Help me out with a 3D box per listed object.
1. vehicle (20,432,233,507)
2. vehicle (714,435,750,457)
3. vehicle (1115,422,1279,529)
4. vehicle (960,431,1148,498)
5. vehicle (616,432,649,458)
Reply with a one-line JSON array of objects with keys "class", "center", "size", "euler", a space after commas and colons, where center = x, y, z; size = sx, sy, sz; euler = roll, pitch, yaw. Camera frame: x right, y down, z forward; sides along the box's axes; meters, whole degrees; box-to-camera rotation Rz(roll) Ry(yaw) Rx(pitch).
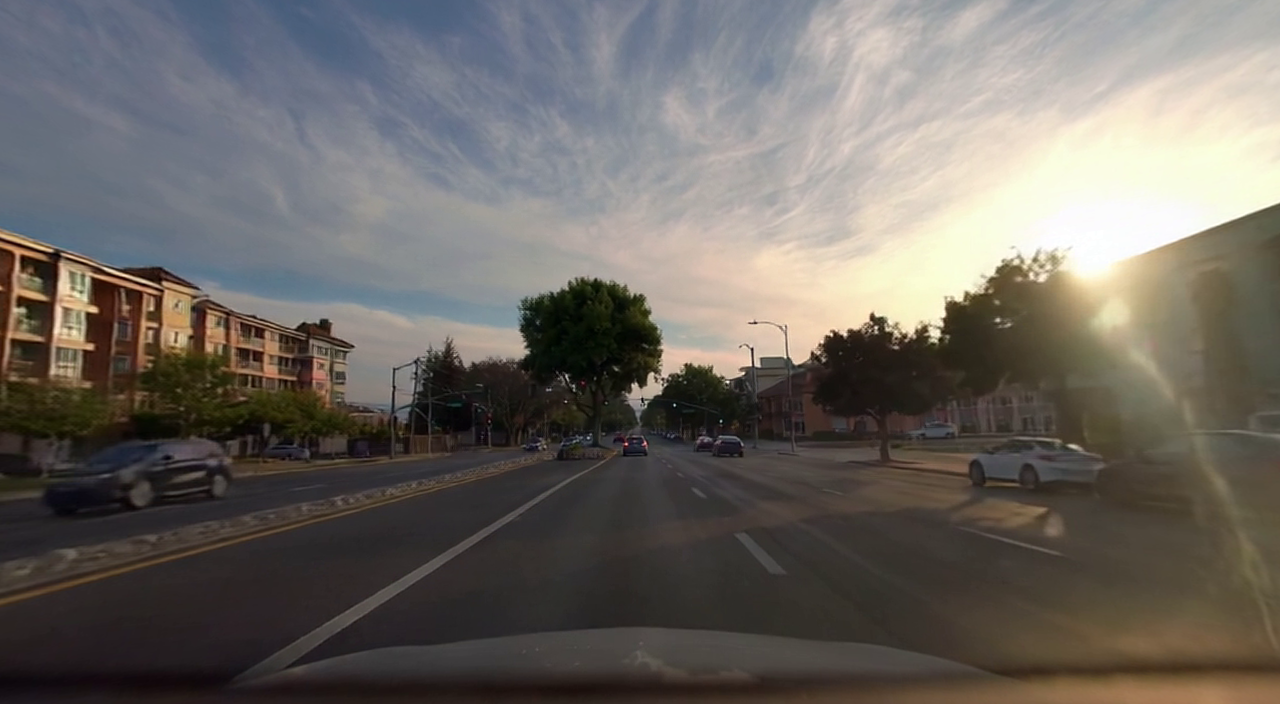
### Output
[{"class": "vehicle", "center": [-13.214, 3.027, 16.749], "size": [2.046, 1.682, 4.518], "euler": [0, -8, -4]}, {"class": "vehicle", "center": [6.324, 6.539, 43.982], "size": [1.768, 1.417, 4.213], "euler": [0, -8, -2]}, {"class": "vehicle", "center": [10.552, 2.020, 10.573], "size": [1.905, 1.597, 4.040], "euler": [0, -8, -2]}, {"class": "vehicle", "center": [10.352, 2.836, 16.303], "size": [1.948, 1.489, 4.276], "euler": [0, -8, 0]}, {"class": "vehicle", "center": [-0.462, 6.078, 41.330], "size": [2.032, 1.593, 3.896], "euler": [0, -8, 0]}]
